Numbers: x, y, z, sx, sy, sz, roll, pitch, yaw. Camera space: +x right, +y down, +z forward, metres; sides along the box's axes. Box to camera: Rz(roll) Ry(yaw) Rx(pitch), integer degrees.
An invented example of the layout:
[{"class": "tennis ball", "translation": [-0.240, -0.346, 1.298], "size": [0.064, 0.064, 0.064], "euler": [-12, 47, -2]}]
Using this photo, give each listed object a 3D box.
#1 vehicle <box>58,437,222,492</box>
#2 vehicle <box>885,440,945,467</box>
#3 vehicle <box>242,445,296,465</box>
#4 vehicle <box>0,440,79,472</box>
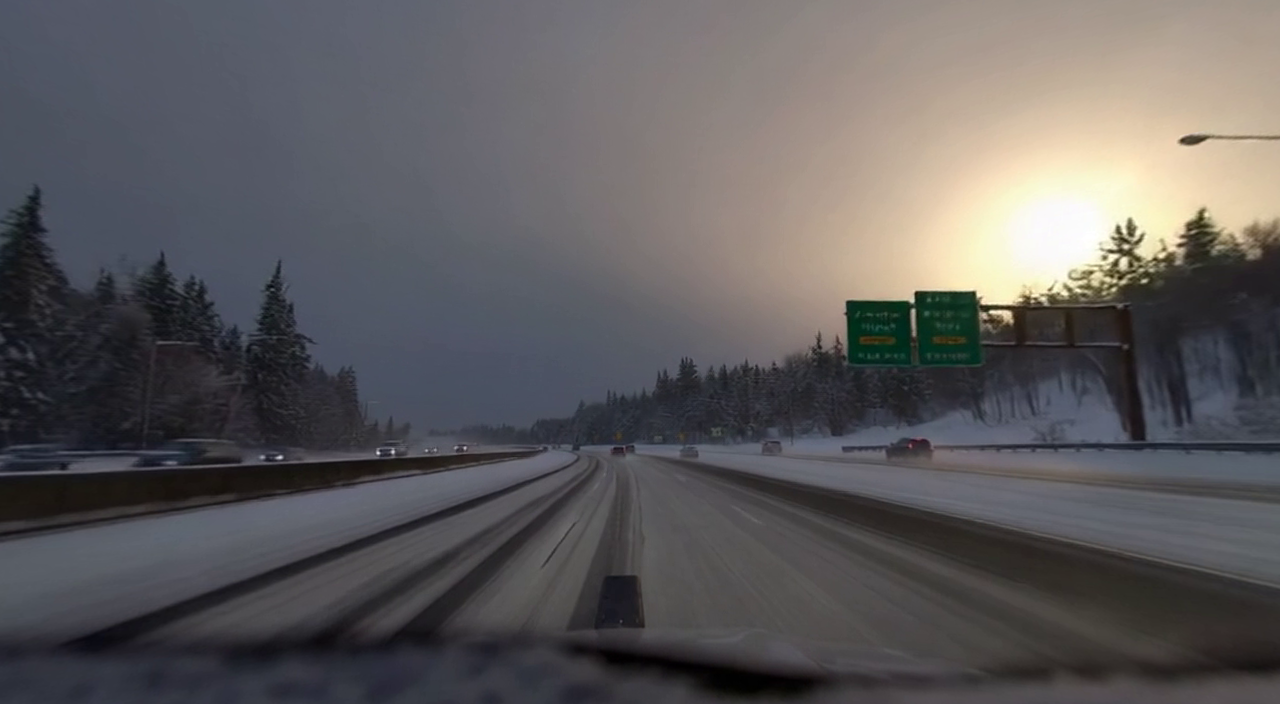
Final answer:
[{"class": "vehicle", "translation": [-16.687, 3.779, 21.386], "size": [1.900, 1.651, 4.421], "euler": [0, -9, 0]}, {"class": "vehicle", "translation": [17.202, 6.390, 39.640], "size": [1.955, 1.607, 4.232], "euler": [0, -9, 1]}, {"class": "vehicle", "translation": [-29.132, 8.072, 49.588], "size": [1.803, 1.485, 4.232], "euler": [0, -9, -2]}, {"class": "vehicle", "translation": [-34.613, 5.850, 35.429], "size": [1.918, 1.668, 4.607], "euler": [0, -9, -3]}]
